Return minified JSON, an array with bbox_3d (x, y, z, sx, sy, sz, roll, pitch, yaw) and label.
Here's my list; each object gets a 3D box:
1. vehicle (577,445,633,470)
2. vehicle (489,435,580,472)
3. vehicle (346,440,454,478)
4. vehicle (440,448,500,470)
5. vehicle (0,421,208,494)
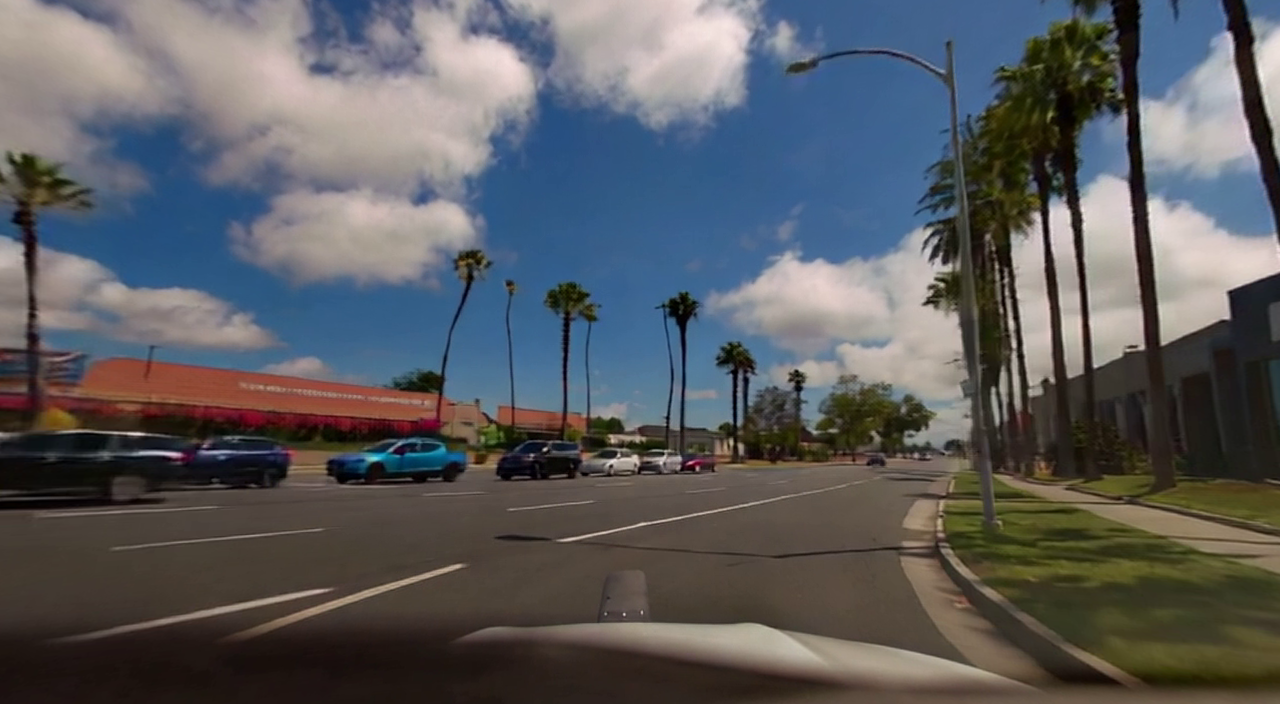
[{"bbox_3d":[-2.282,7.095,42.375,1.813,1.535,4.306,-5,-10,28],"label":"vehicle"},{"bbox_3d":[-5.971,5.864,36.308,2.184,1.904,5.617,-7,-11,27],"label":"vehicle"},{"bbox_3d":[-10.452,4.675,27.660,1.857,1.474,4.291,-7,-10,27],"label":"vehicle"},{"bbox_3d":[-12.171,7.706,45.282,1.806,1.500,4.118,-4,-10,27],"label":"vehicle"},{"bbox_3d":[-13.556,2.562,15.433,1.844,1.543,4.356,-4,-10,27],"label":"vehicle"}]
